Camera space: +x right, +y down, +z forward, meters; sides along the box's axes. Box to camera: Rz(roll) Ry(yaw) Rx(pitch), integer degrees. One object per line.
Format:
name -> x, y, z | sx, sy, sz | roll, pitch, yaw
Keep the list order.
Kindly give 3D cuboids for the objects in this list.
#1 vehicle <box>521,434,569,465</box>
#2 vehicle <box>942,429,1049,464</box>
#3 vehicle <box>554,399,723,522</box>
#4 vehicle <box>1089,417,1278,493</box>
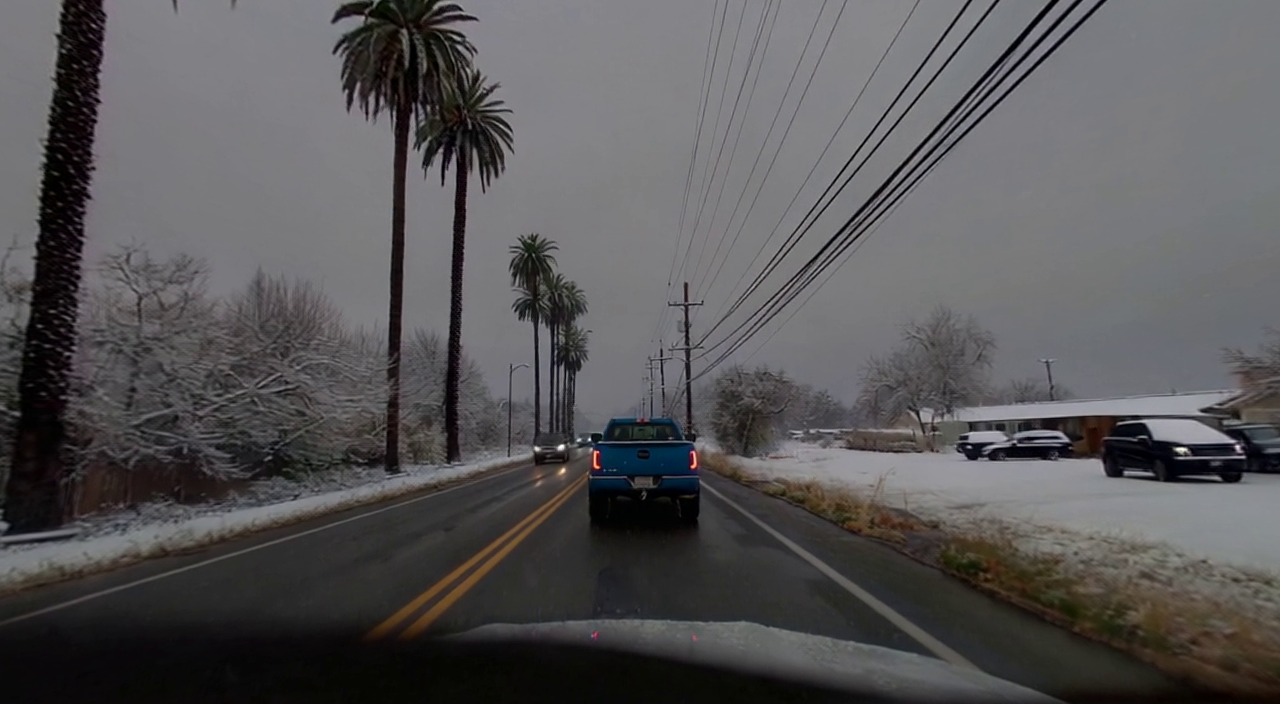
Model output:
vehicle -> -5.868, 6.106, 39.604 | 2.271, 1.798, 5.412 | 0, -8, -1
vehicle -> 20.365, 5.505, 36.667 | 2.277, 1.836, 6.267 | 0, -9, -4
vehicle -> -0.006, 2.261, 13.651 | 2.848, 2.047, 5.885 | 0, -8, 0
vehicle -> 16.087, 3.099, 19.290 | 2.338, 1.917, 6.076 | -3, -9, 21
